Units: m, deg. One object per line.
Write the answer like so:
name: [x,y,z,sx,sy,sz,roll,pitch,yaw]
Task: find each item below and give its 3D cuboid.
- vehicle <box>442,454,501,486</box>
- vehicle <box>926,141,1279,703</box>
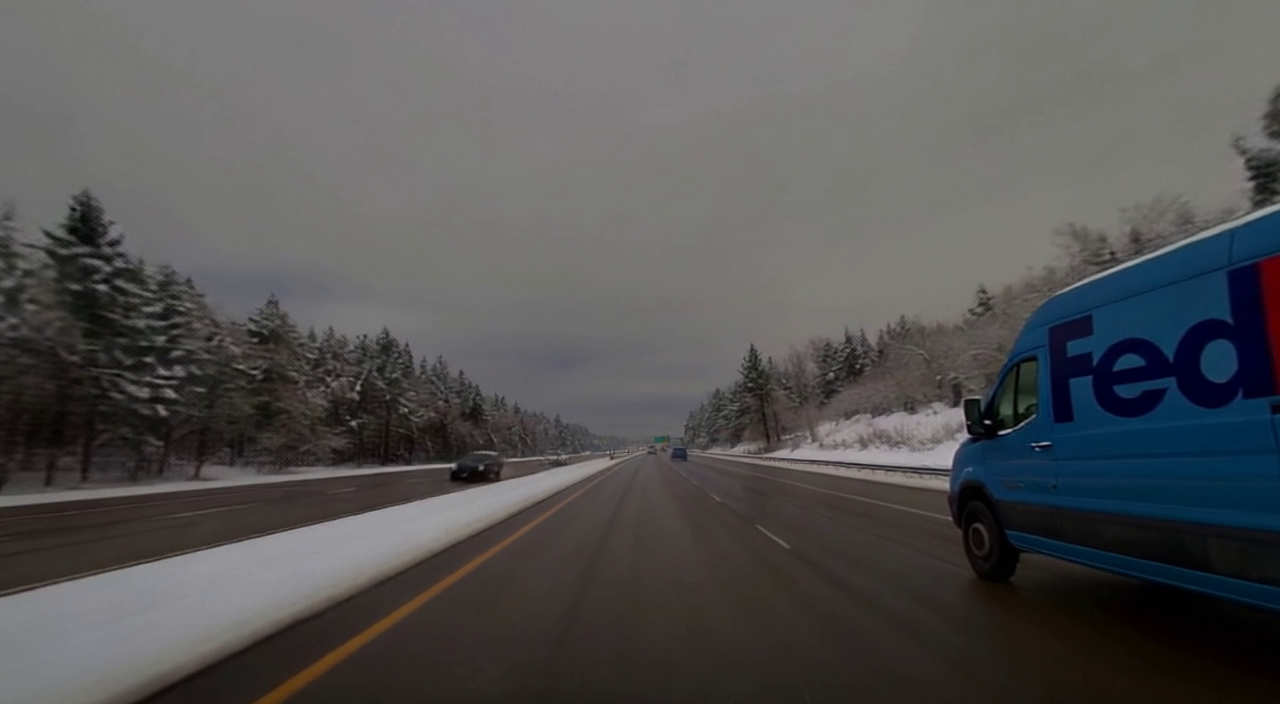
vehicle: [-8.535,5.999,32.305,1.874,1.459,4.047,0,-9,1]
vehicle: [3.905,0.411,2.562,2.522,2.556,6.180,0,-9,0]
